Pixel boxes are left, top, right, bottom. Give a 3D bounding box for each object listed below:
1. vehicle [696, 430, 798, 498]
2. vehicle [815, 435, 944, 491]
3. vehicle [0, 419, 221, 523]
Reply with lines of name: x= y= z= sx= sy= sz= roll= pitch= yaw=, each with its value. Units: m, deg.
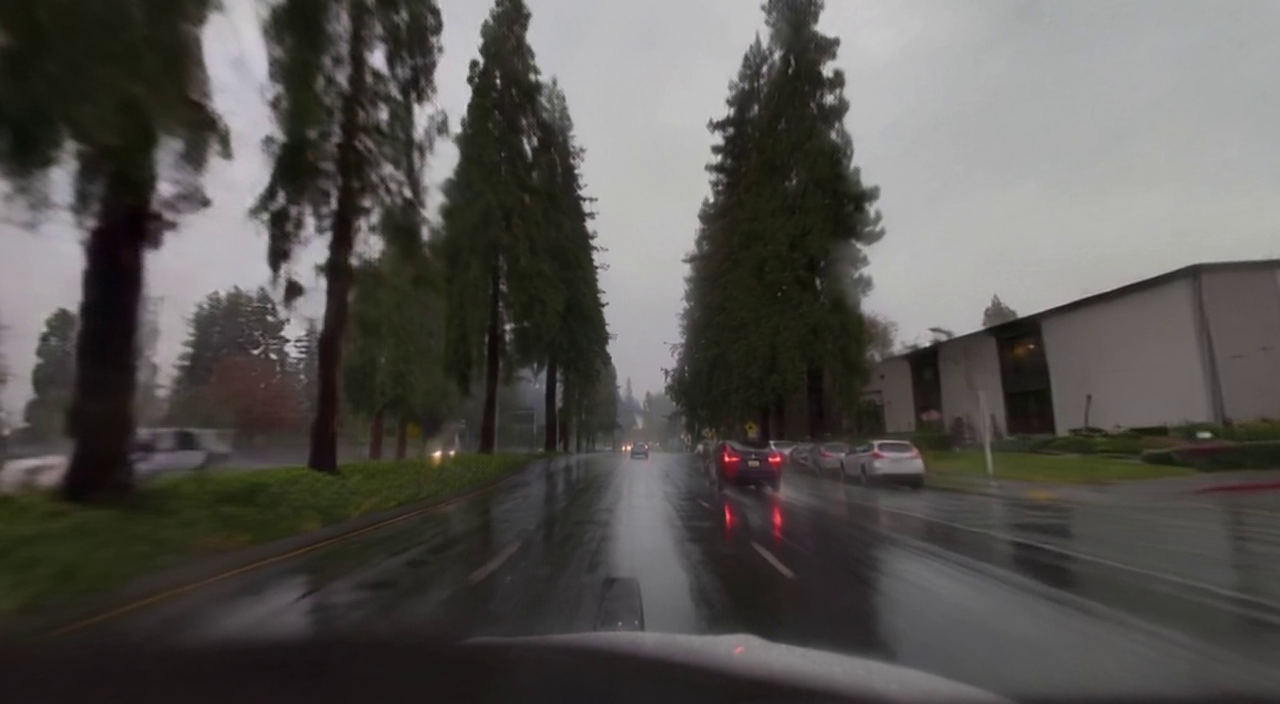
vehicle: x=2.823 y=3.060 z=17.573 sx=2.022 sy=1.656 sz=4.025 roll=0 pitch=-9 yaw=-1
vehicle: x=7.483 y=3.519 z=20.374 sx=2.068 sy=1.558 sz=5.058 roll=0 pitch=-9 yaw=-2
vehicle: x=-11.437 y=2.364 z=13.060 sx=2.207 sy=1.745 sz=4.717 roll=0 pitch=-9 yaw=0
